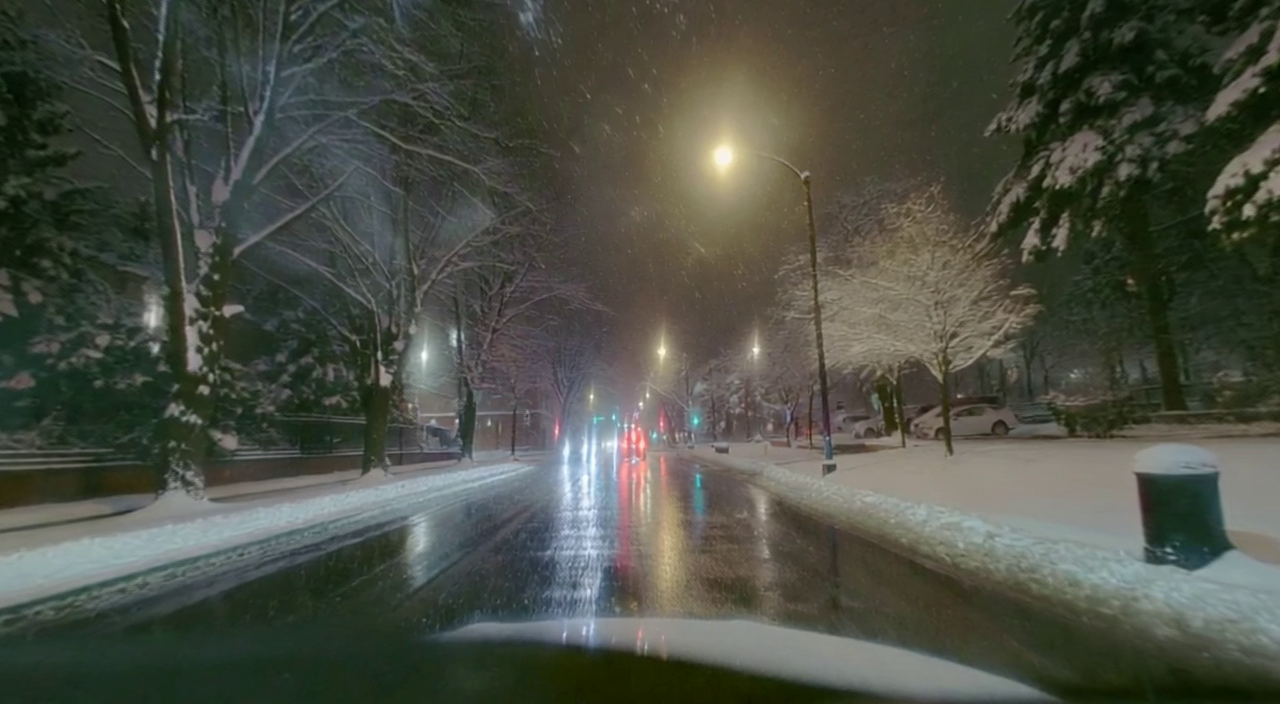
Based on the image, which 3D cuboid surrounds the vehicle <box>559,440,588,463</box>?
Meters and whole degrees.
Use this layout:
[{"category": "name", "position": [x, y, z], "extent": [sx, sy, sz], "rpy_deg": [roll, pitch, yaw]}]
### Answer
[{"category": "vehicle", "position": [-4.657, 7.001, 44.402], "extent": [1.973, 1.512, 3.524], "rpy_deg": [0, -8, -5]}]

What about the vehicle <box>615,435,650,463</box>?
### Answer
[{"category": "vehicle", "position": [-0.423, 6.223, 40.502], "extent": [2.142, 1.686, 3.816], "rpy_deg": [-1, -8, 1]}]

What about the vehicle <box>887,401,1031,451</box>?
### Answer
[{"category": "vehicle", "position": [12.012, 2.832, 24.006], "extent": [4.349, 1.462, 1.982], "rpy_deg": [-5, -7, 6]}]
